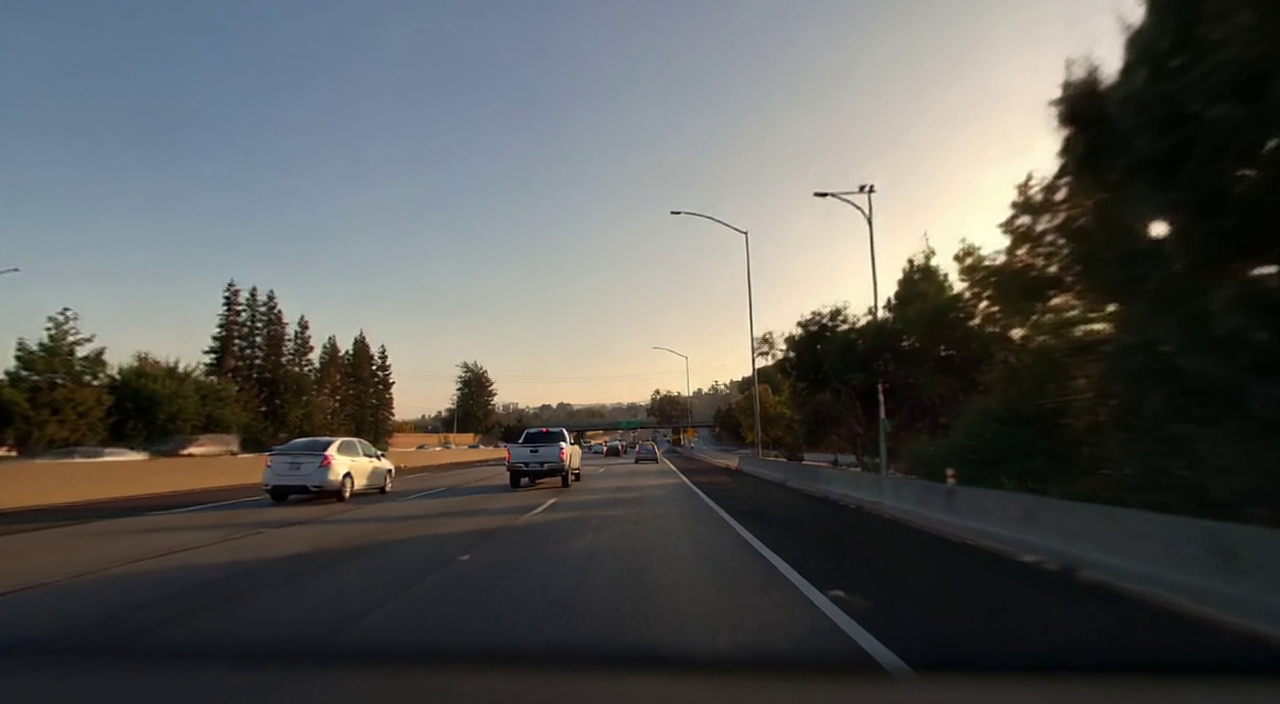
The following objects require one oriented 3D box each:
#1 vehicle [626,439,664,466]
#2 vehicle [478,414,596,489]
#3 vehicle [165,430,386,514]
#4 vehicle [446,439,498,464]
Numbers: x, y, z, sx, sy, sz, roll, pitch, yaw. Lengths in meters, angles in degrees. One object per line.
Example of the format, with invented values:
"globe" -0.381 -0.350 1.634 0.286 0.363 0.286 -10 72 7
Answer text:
"vehicle" 0.314 5.714 35.836 2.013 1.444 4.447 0 -8 1
"vehicle" -3.129 3.292 21.010 2.815 2.092 6.526 0 -8 1
"vehicle" -7.390 2.459 13.405 1.964 1.481 4.425 0 -8 1
"vehicle" -10.453 6.192 39.374 1.915 1.472 4.502 0 -8 2
